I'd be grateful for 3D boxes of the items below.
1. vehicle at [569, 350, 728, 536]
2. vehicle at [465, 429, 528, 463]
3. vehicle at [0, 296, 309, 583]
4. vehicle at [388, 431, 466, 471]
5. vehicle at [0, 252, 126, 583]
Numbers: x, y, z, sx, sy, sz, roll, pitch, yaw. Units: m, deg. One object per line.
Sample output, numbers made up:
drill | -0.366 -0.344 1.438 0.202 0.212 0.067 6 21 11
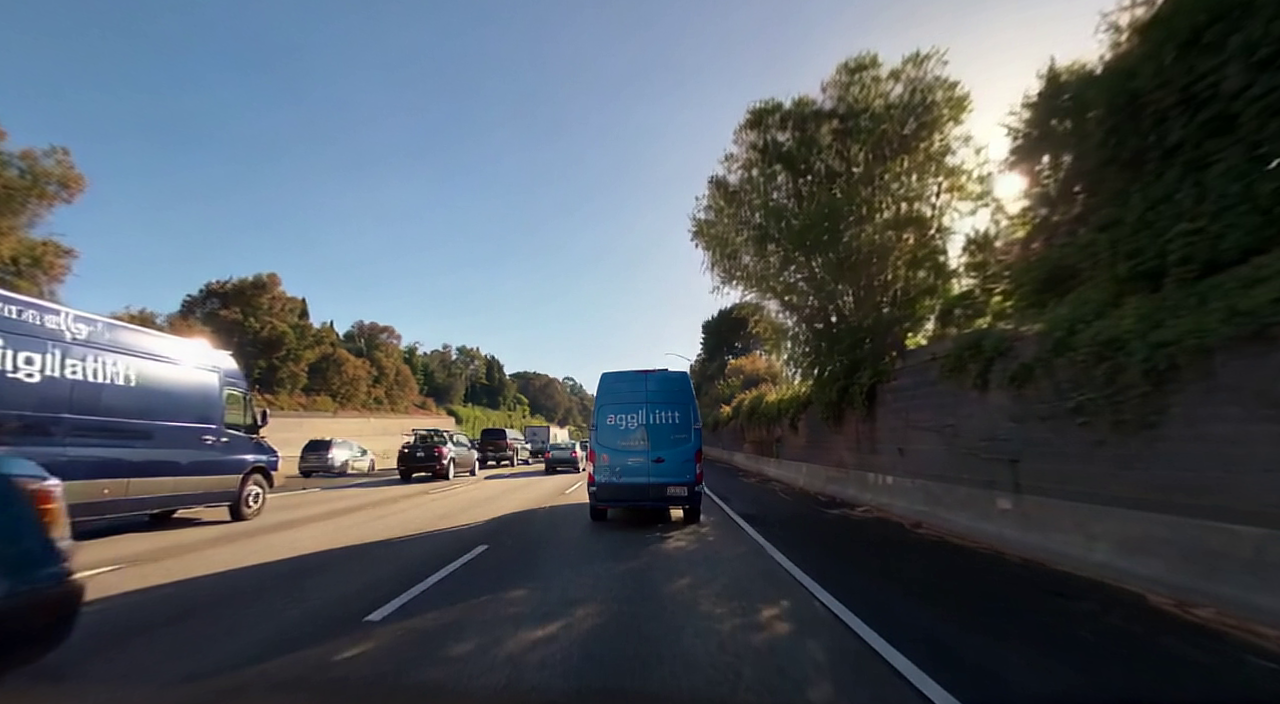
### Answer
vehicle | 0.163 1.799 12.541 2.316 2.738 6.398 0 -8 1
vehicle | -9.552 6.375 42.710 2.566 2.158 5.957 -1 -9 3
vehicle | -7.311 1.201 8.852 2.849 3.020 4.370 0 -8 0
vehicle | -10.556 4.953 31.730 2.061 1.846 4.852 -1 -8 3
vehicle | -7.431 0.274 3.595 2.717 3.113 7.354 0 -8 0
